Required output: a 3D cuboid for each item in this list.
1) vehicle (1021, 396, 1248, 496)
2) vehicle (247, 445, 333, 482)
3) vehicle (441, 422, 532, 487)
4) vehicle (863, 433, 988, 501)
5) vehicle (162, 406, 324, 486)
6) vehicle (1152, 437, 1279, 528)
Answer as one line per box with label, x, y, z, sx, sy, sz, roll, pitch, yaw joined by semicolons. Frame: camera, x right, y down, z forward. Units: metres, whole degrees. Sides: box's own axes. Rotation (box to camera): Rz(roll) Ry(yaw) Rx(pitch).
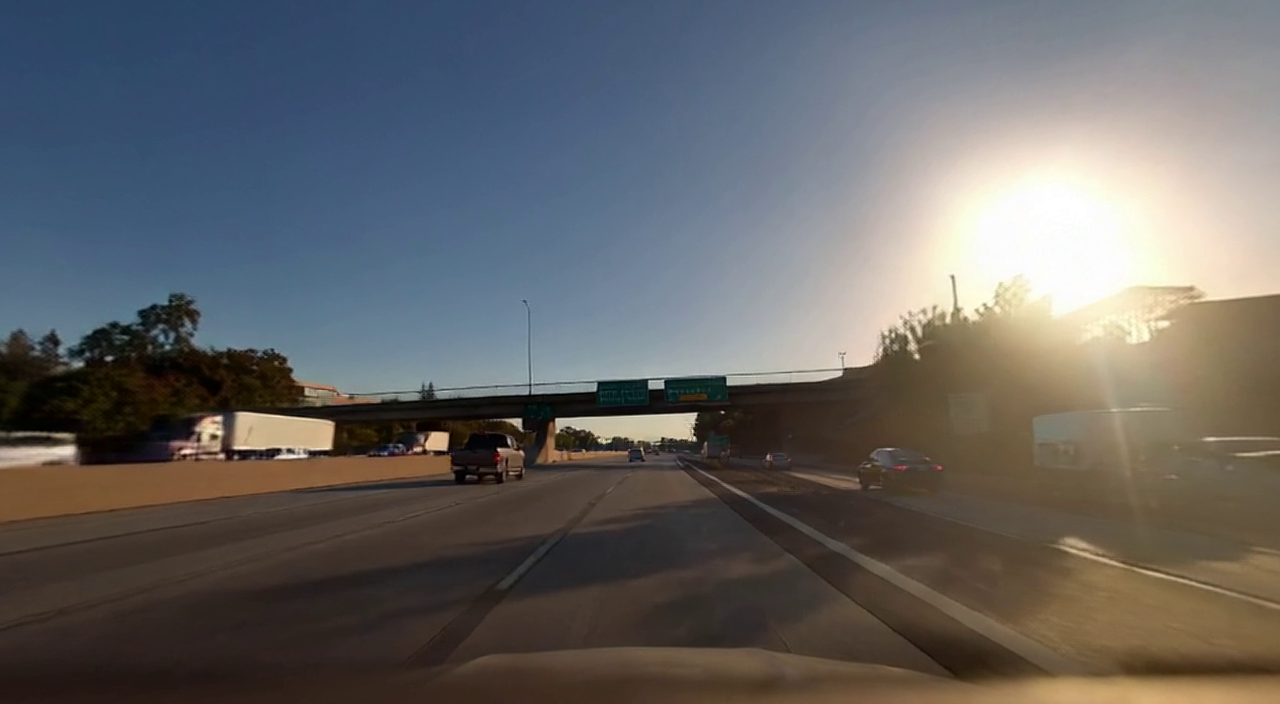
vehicle;20.391;4.009;27.050;3.022;3.547;8.645;-1;-8;3
vehicle;-19.264;6.118;34.979;1.914;1.897;4.674;0;-8;2
vehicle;-6.149;4.206;26.074;2.264;2.379;5.248;0;-8;2
vehicle;9.051;3.656;20.495;2.146;1.929;4.388;-1;-8;3
vehicle;-23.130;5.615;37.732;2.945;4.107;9.775;0;-8;2
vehicle;19.253;3.899;19.342;2.426;2.235;5.980;-4;-6;6
